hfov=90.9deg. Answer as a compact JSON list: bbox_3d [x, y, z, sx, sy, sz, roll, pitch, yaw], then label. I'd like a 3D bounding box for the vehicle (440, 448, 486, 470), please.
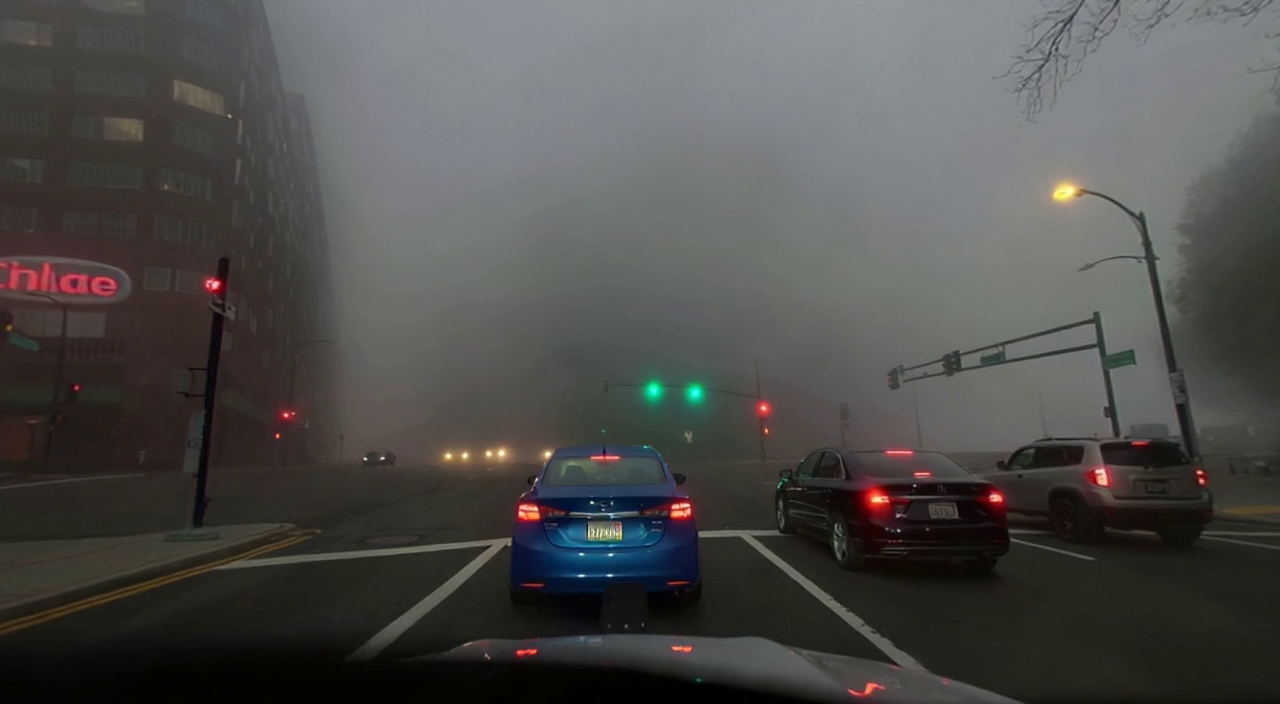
[{"bbox_3d":[-13.054,7.903,46.734,2.049,1.483,4.407,0,-8,0],"label":"vehicle"}]

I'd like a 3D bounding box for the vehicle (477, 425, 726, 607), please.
[{"bbox_3d":[-0.365,1.655,7.291,2.059,1.477,3.988,0,-8,-1],"label":"vehicle"}]

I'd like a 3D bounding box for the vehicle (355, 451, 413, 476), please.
[{"bbox_3d":[-16.900,7.362,41.910,2.048,1.463,4.530,0,-8,-1],"label":"vehicle"}]

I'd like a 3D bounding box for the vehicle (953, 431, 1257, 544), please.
[{"bbox_3d":[7.448,2.166,10.790,1.908,1.517,4.182,0,-8,-1],"label":"vehicle"}]

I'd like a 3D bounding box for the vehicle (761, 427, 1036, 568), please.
[{"bbox_3d":[3.218,1.889,8.973,2.042,1.508,4.109,0,-8,-2],"label":"vehicle"}]
